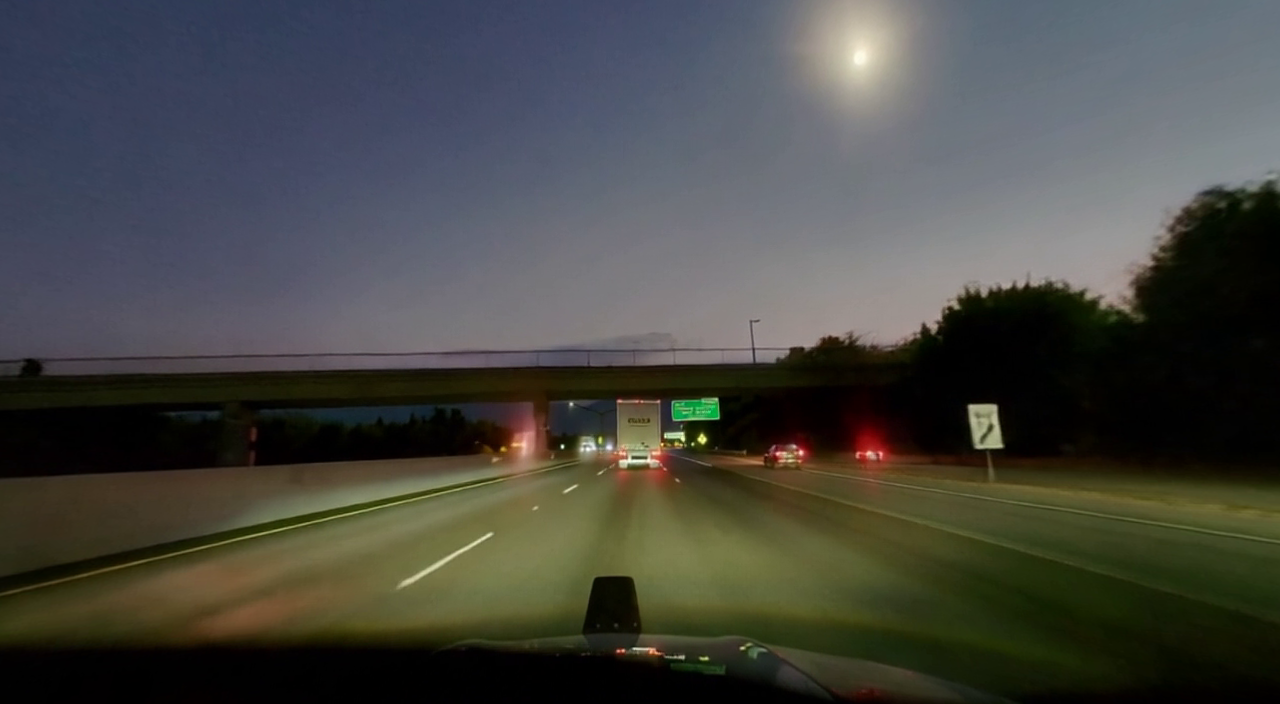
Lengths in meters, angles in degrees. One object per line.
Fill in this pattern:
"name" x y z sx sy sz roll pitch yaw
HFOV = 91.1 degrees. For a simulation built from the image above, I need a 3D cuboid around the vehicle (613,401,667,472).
"vehicle" -0.122 5.753 42.149 3.025 4.002 12.709 0 -9 -1
